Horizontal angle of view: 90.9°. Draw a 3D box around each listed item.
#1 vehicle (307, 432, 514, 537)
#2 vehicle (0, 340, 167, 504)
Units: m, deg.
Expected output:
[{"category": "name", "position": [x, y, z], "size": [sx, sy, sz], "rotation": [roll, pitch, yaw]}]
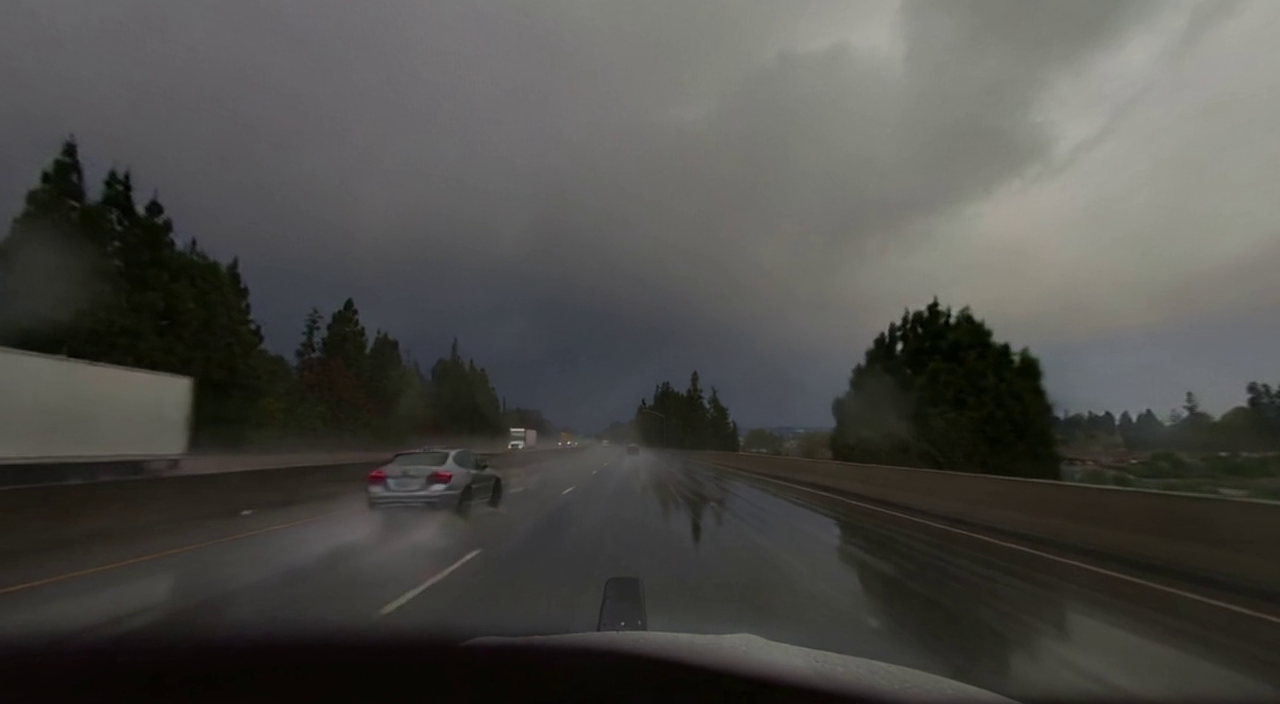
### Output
[{"category": "vehicle", "position": [-3.938, 2.366, 11.909], "size": [2.083, 1.560, 4.713], "rotation": [0, -9, 1]}, {"category": "vehicle", "position": [-17.297, 1.918, 16.796], "size": [2.873, 4.028, 8.146], "rotation": [0, -9, 0]}]
